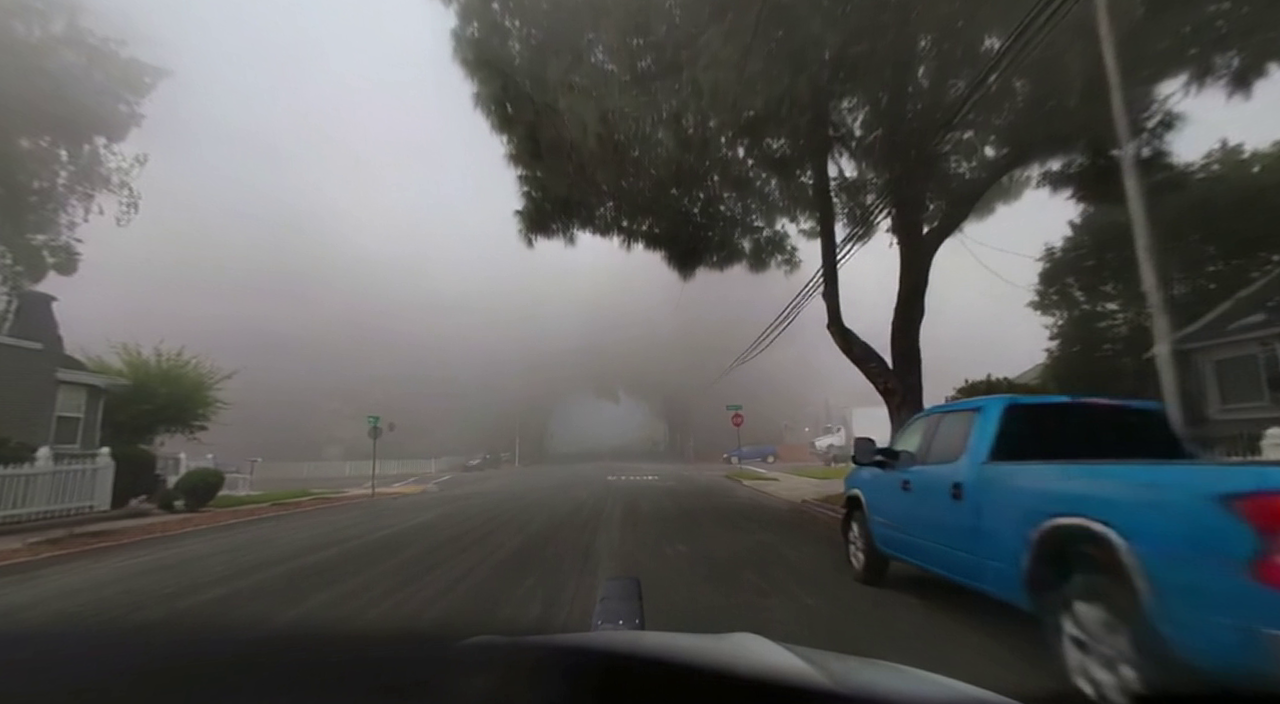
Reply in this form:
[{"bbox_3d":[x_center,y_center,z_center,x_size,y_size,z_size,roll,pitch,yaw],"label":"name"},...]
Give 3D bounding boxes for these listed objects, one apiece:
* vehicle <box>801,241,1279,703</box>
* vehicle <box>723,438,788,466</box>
[{"bbox_3d":[2.707,0.945,3.888,2.126,1.795,4.751,0,-8,-1],"label":"vehicle"},{"bbox_3d":[7.573,6.583,41.650,3.867,1.710,2.107,0,-8,0],"label":"vehicle"}]
